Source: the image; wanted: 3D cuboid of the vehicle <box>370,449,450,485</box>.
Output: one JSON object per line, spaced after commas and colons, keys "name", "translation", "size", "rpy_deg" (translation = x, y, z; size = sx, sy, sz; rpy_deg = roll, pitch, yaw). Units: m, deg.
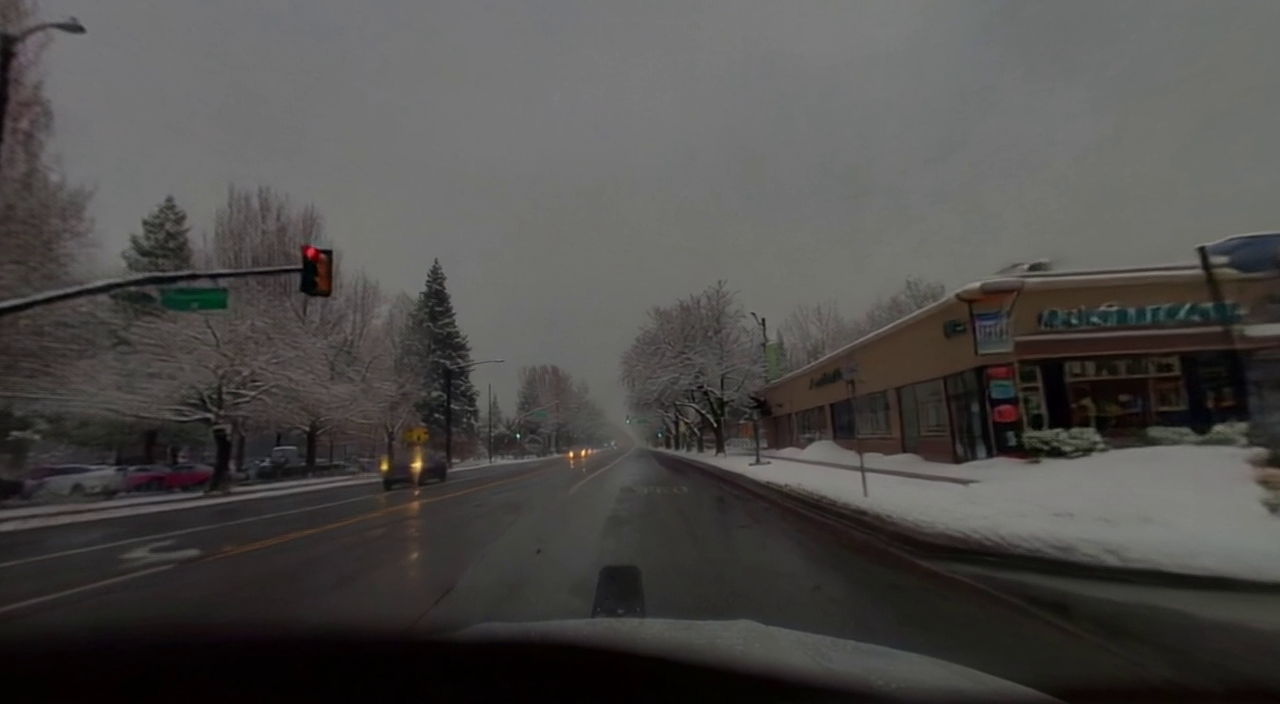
{"name": "vehicle", "translation": [-10.622, 5.329, 29.452], "size": [1.889, 1.499, 4.541], "rpy_deg": [-1, -8, 2]}
